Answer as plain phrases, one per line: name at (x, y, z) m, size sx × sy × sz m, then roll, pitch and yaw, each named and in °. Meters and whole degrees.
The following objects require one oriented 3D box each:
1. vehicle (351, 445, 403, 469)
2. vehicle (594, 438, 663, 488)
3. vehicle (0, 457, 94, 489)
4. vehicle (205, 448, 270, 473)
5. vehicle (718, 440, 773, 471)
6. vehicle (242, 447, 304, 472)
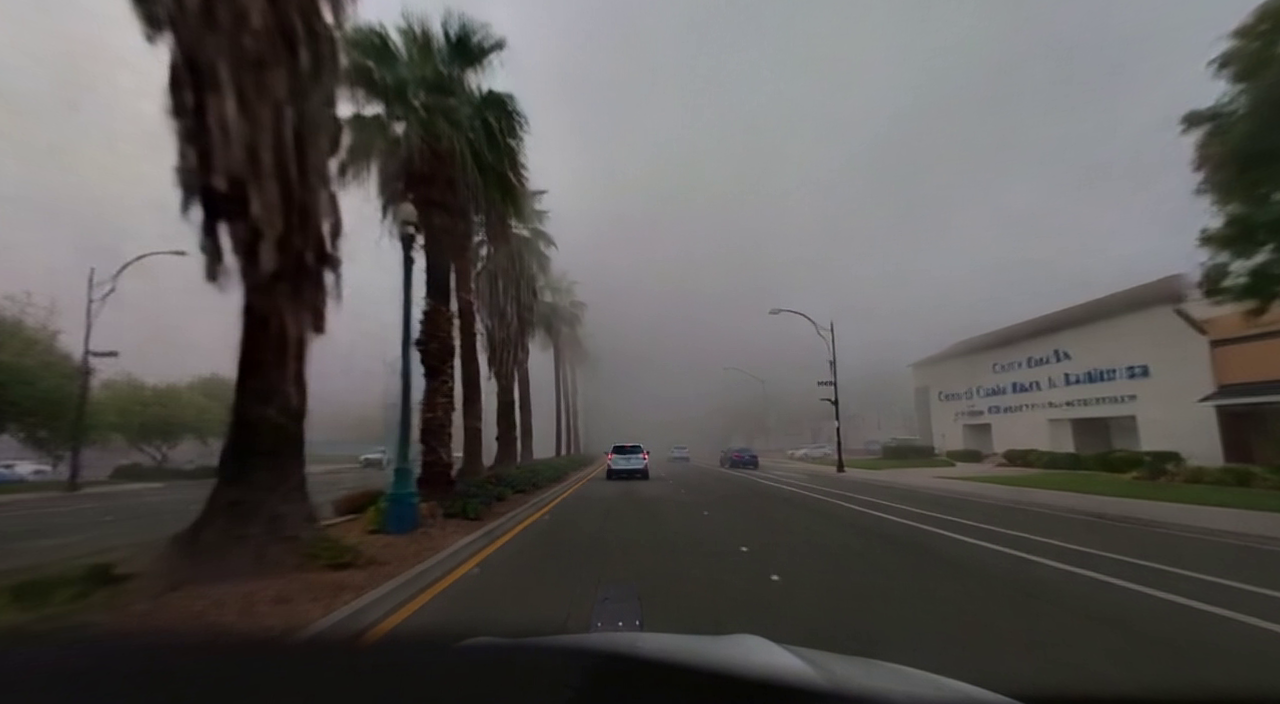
vehicle at (-19.255, 7.656, 46.434) m, size 2.021 × 1.666 × 4.247 m, roll 0°, pitch -9°, yaw -1°
vehicle at (-0.345, 3.665, 21.174) m, size 2.106 × 1.496 × 3.964 m, roll 0°, pitch -9°, yaw 0°
vehicle at (-30.152, 5.985, 31.269) m, size 4.345 × 1.476 × 1.937 m, roll 1°, pitch -9°, yaw -3°
vehicle at (-29.791, 8.010, 46.928) m, size 2.011 × 1.753 × 4.066 m, roll 0°, pitch -9°, yaw 2°
vehicle at (6.014, 5.944, 36.459) m, size 2.244 × 1.618 × 4.585 m, roll 0°, pitch -9°, yaw -2°
vehicle at (-26.980, 7.863, 46.561) m, size 1.934 × 1.736 × 4.341 m, roll 0°, pitch -9°, yaw 0°
